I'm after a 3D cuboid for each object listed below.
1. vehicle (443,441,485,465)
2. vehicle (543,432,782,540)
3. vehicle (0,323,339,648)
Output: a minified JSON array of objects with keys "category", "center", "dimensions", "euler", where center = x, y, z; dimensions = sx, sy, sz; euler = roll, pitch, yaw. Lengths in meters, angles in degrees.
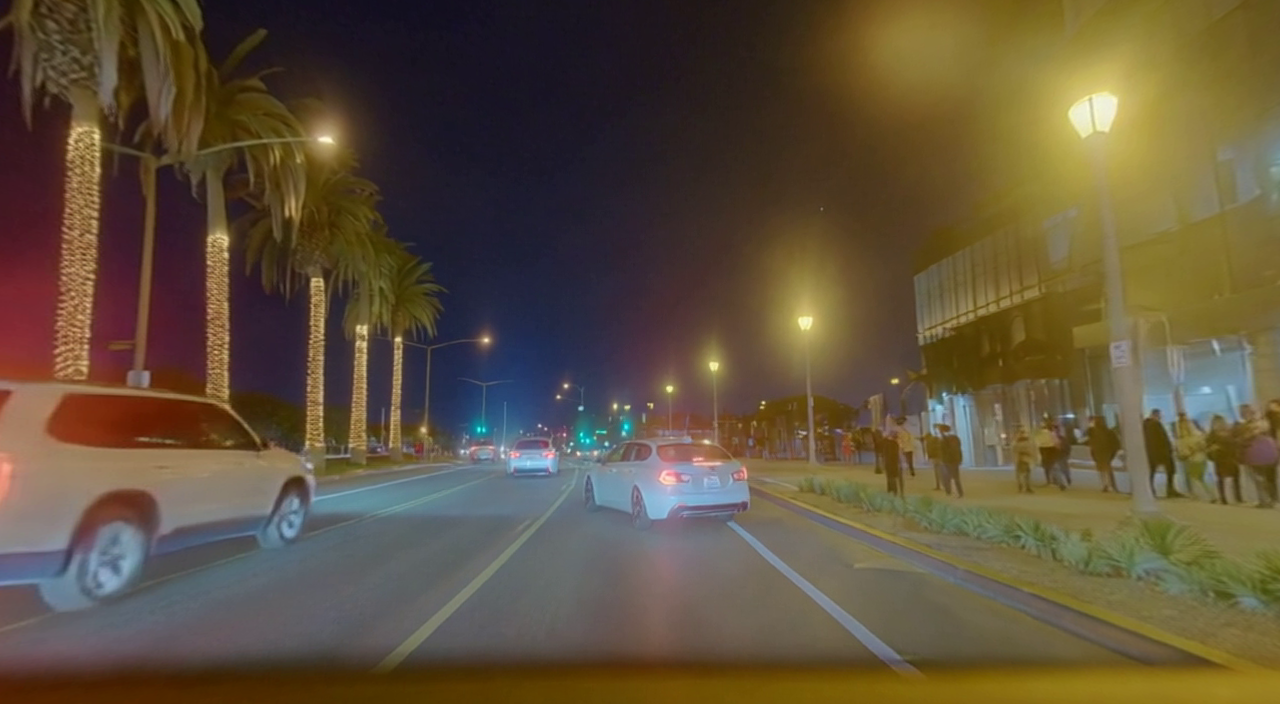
[{"category":"vehicle","center":[-11.920,6.867,42.997],"dimensions":[1.930,1.583,4.423],"euler":[0,-9,-5]},{"category":"vehicle","center":[0.113,2.220,11.186],"dimensions":[1.930,1.477,4.657],"euler":[5,-10,-31]},{"category":"vehicle","center":[-5.296,1.199,6.258],"dimensions":[2.164,2.047,5.455],"euler":[0,-9,-3]}]
